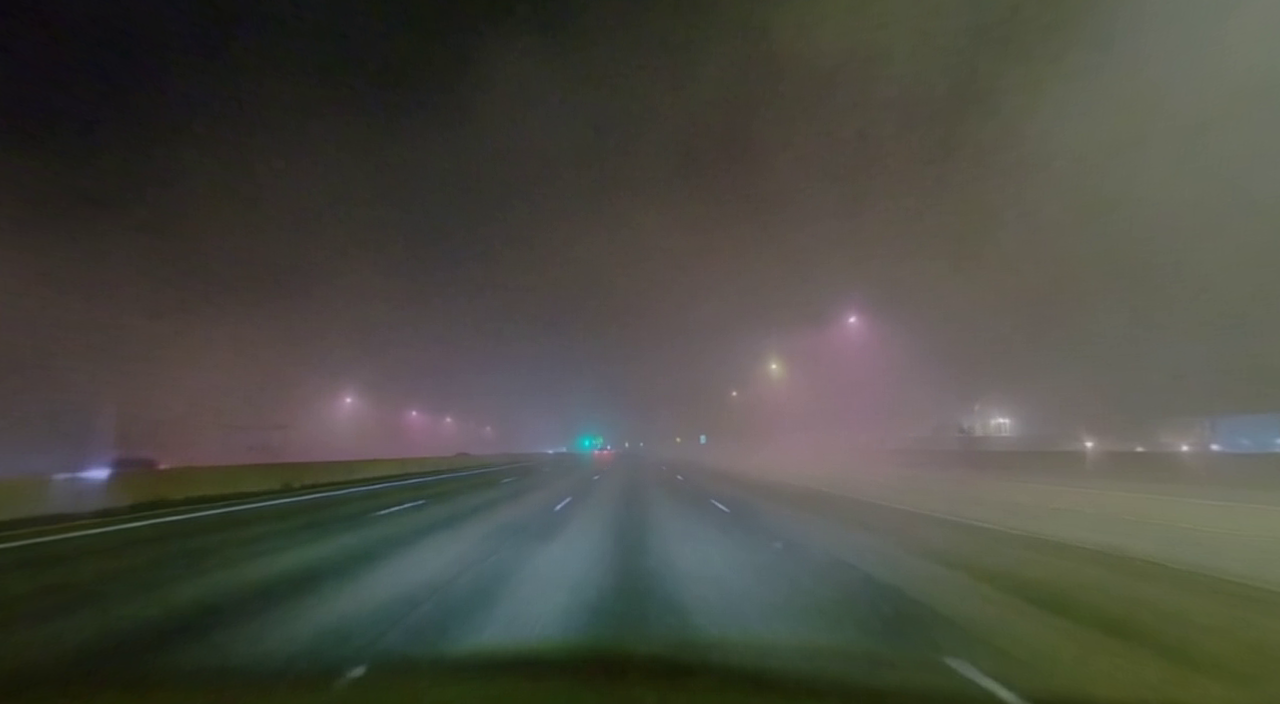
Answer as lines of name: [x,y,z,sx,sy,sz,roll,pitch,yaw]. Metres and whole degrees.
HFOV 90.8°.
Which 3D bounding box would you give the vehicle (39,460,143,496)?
vehicle: [-25.690,5.871,29.719,1.571,1.457,3.707,0,-8,0]
